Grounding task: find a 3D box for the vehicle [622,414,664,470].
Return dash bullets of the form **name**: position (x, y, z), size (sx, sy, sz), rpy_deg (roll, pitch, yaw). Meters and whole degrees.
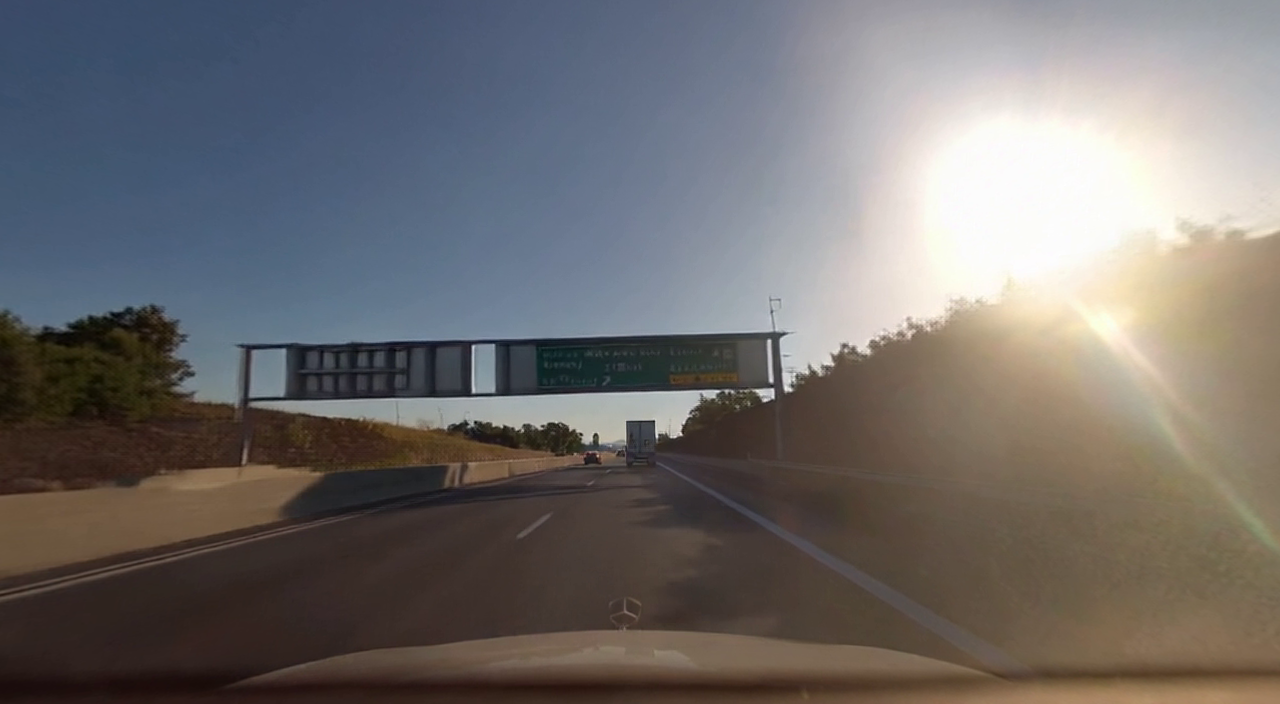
- **vehicle**: position (0.080, 6.960, 48.409), size (2.864, 3.805, 9.500), rpy_deg (0, -9, -2)
